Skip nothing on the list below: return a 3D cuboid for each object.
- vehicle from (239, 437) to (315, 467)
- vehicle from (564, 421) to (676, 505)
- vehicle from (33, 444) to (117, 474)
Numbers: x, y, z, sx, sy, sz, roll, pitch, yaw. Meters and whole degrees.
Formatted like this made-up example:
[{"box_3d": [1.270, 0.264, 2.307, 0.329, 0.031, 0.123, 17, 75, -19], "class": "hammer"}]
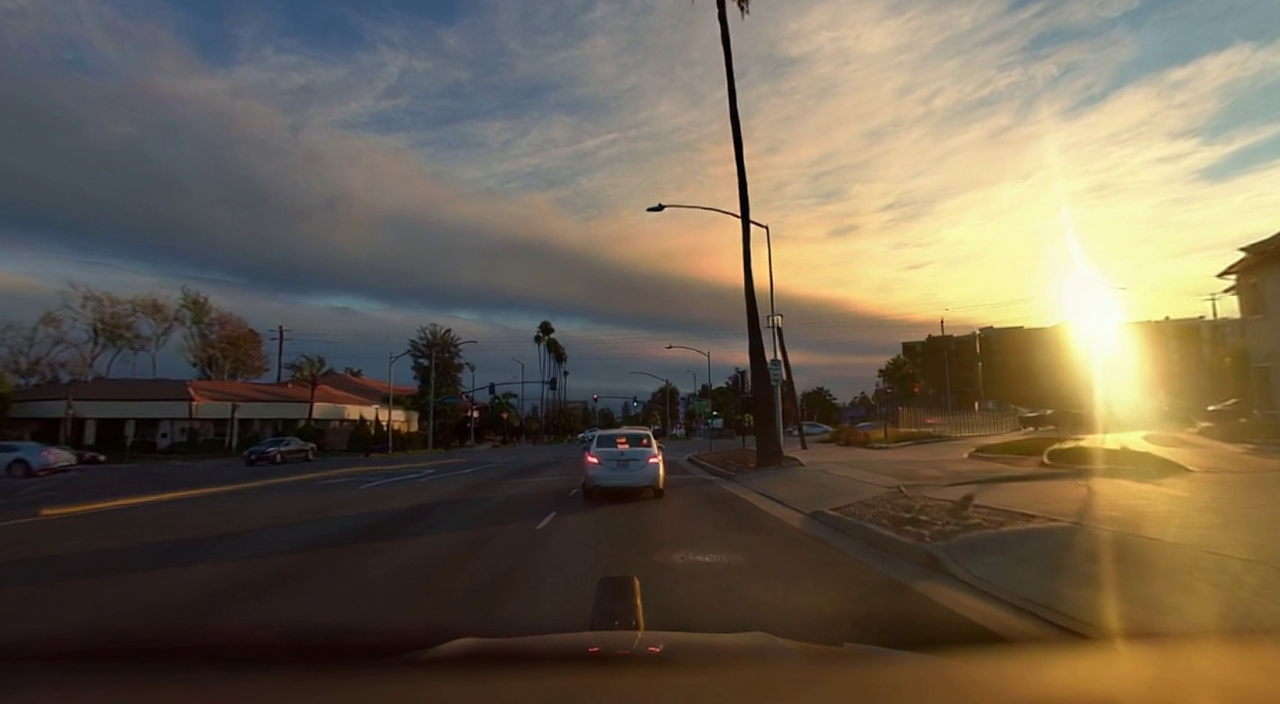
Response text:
[{"box_3d": [-22.894, 6.306, 40.093, 1.990, 1.752, 4.673, 0, -8, 0], "class": "vehicle"}, {"box_3d": [-0.358, 2.324, 13.617, 2.060, 1.526, 3.859, 0, -8, 0], "class": "vehicle"}, {"box_3d": [-36.200, 6.809, 40.615, 1.757, 1.803, 4.000, 0, -8, -2], "class": "vehicle"}]
